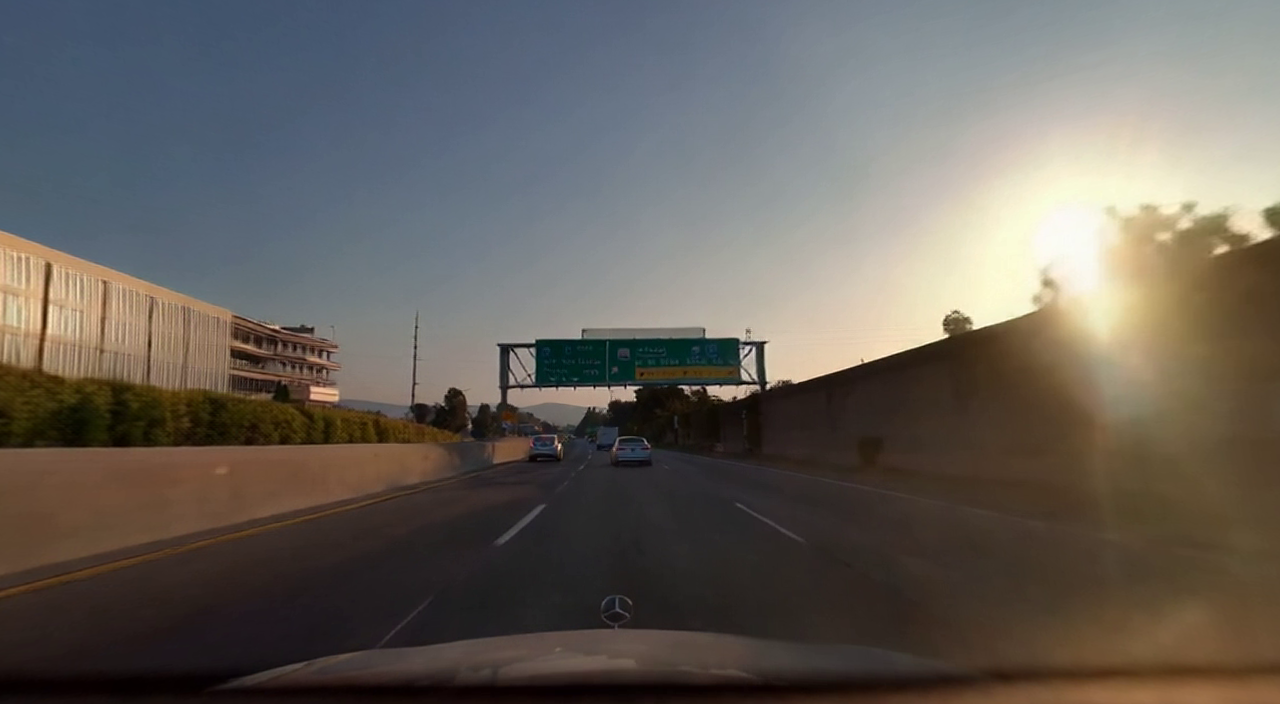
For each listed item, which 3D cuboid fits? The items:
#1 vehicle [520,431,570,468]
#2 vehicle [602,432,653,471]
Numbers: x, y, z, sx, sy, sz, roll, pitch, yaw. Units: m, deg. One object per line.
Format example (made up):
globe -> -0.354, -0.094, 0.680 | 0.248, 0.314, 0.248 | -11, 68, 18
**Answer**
vehicle -> -4.743, 4.925, 31.950 | 2.080, 1.733, 4.410 | 0, -8, -3
vehicle -> -0.650, 4.495, 28.762 | 2.078, 1.608, 3.982 | 0, -8, -4
